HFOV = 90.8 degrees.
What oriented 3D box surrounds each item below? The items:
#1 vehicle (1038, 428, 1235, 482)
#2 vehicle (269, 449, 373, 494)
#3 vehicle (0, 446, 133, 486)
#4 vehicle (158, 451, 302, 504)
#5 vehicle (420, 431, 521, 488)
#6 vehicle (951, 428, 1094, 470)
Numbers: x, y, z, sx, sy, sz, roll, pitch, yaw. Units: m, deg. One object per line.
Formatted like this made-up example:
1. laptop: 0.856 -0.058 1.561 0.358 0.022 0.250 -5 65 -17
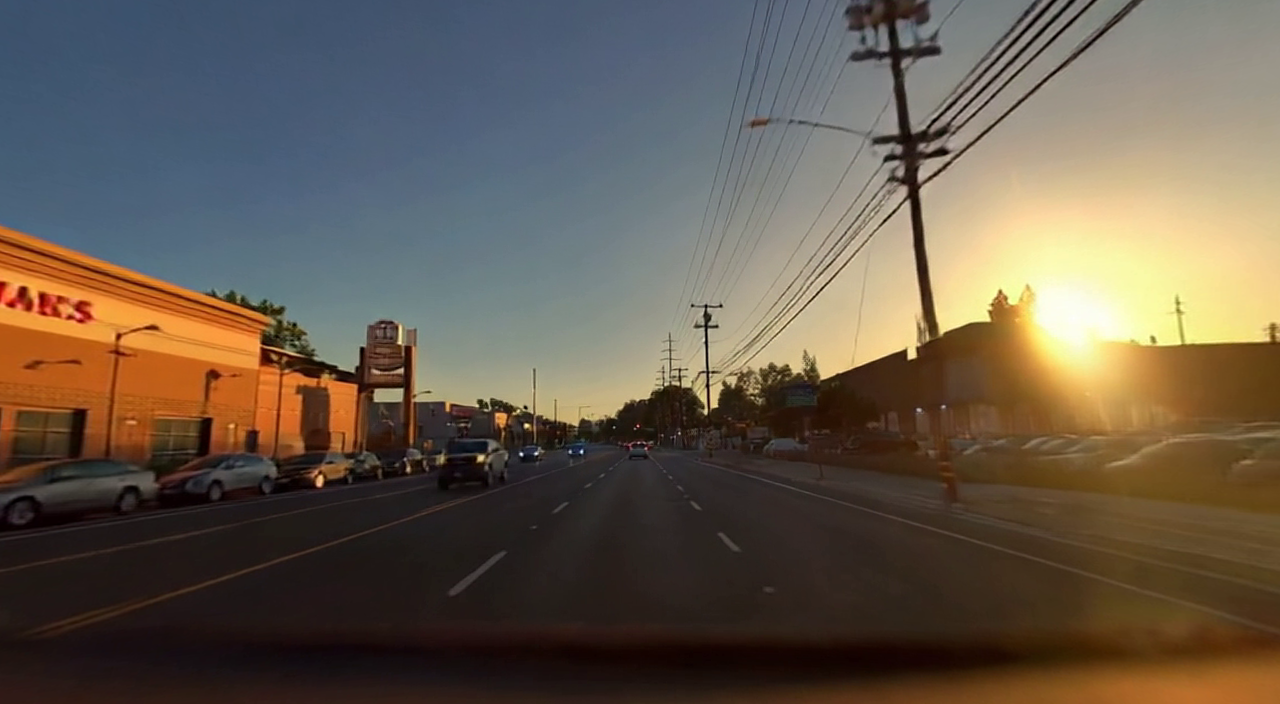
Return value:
1. vehicle: 15.043 3.118 19.351 4.396 1.412 1.858 -2 -6 2
2. vehicle: -13.647 5.089 27.438 1.793 1.534 5.400 -2 -7 -1
3. vehicle: -24.527 4.686 26.212 5.137 1.540 1.991 5 -10 -32
4. vehicle: -13.821 4.210 21.700 1.901 1.552 4.541 0 -8 0
5. vehicle: -5.958 3.857 23.053 2.180 1.805 5.170 0 -8 1
6. vehicle: 14.895 3.780 24.798 4.300 1.431 1.937 -2 -7 1
